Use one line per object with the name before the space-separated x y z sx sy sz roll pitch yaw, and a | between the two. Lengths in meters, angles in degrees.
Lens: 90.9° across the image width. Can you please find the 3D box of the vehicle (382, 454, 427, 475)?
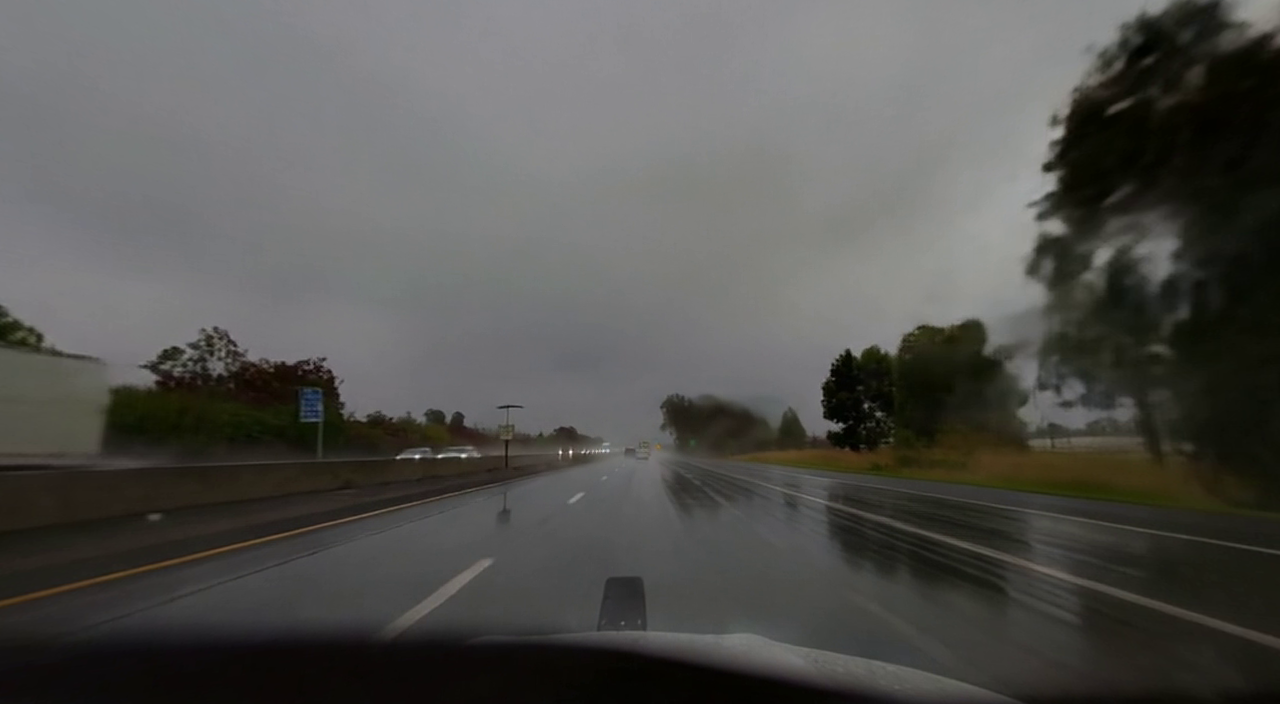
vehicle | -16.494 7.882 44.258 1.700 1.407 3.634 0 -9 0
